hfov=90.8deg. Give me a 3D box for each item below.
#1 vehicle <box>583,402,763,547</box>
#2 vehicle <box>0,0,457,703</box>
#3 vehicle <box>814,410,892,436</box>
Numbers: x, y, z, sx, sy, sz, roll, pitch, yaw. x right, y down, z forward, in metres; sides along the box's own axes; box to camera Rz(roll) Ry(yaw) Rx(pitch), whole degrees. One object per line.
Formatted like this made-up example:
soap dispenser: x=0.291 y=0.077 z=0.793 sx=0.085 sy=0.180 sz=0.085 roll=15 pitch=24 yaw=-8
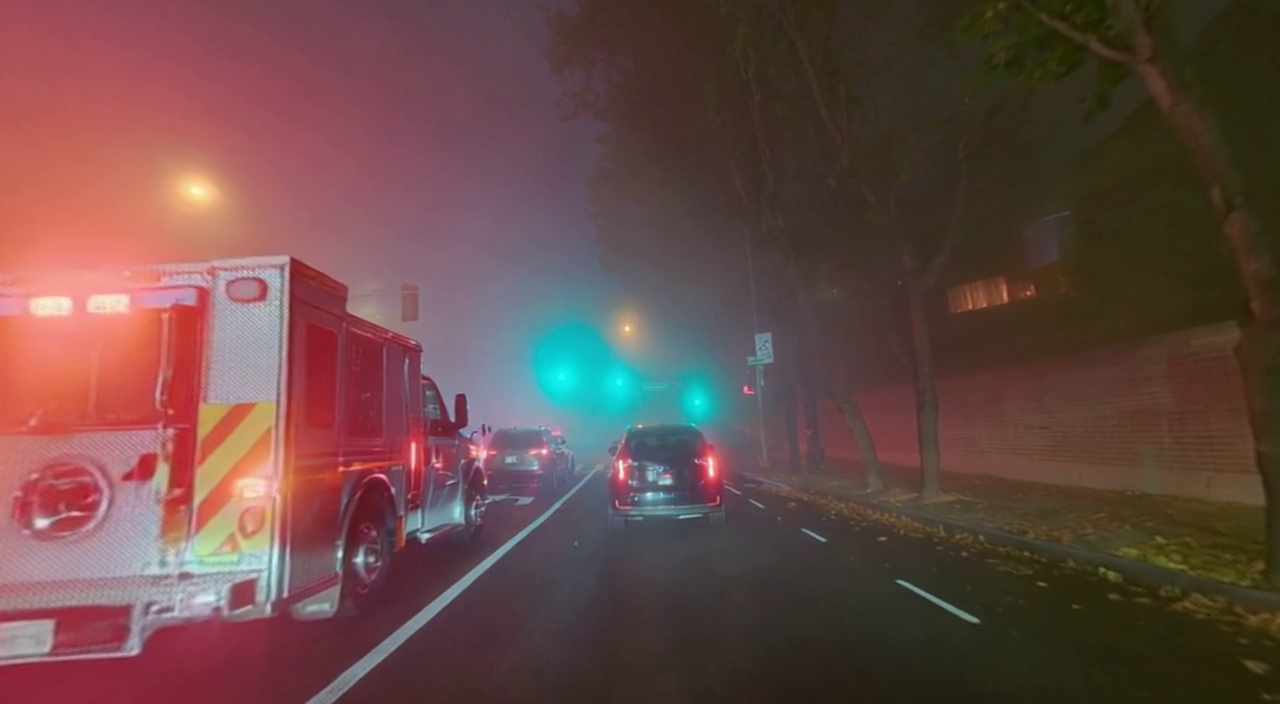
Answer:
vehicle: x=0.247 y=1.932 z=10.664 sx=2.332 sy=1.831 sz=4.930 roll=0 pitch=-8 yaw=-4
vehicle: x=-3.718 y=-0.332 z=0.543 sx=3.631 sy=3.655 sz=12.773 roll=0 pitch=-8 yaw=-1
vehicle: x=14.379 y=4.826 z=42.741 sx=4.528 sy=1.704 sz=2.073 roll=1 pitch=-9 yaw=-12
